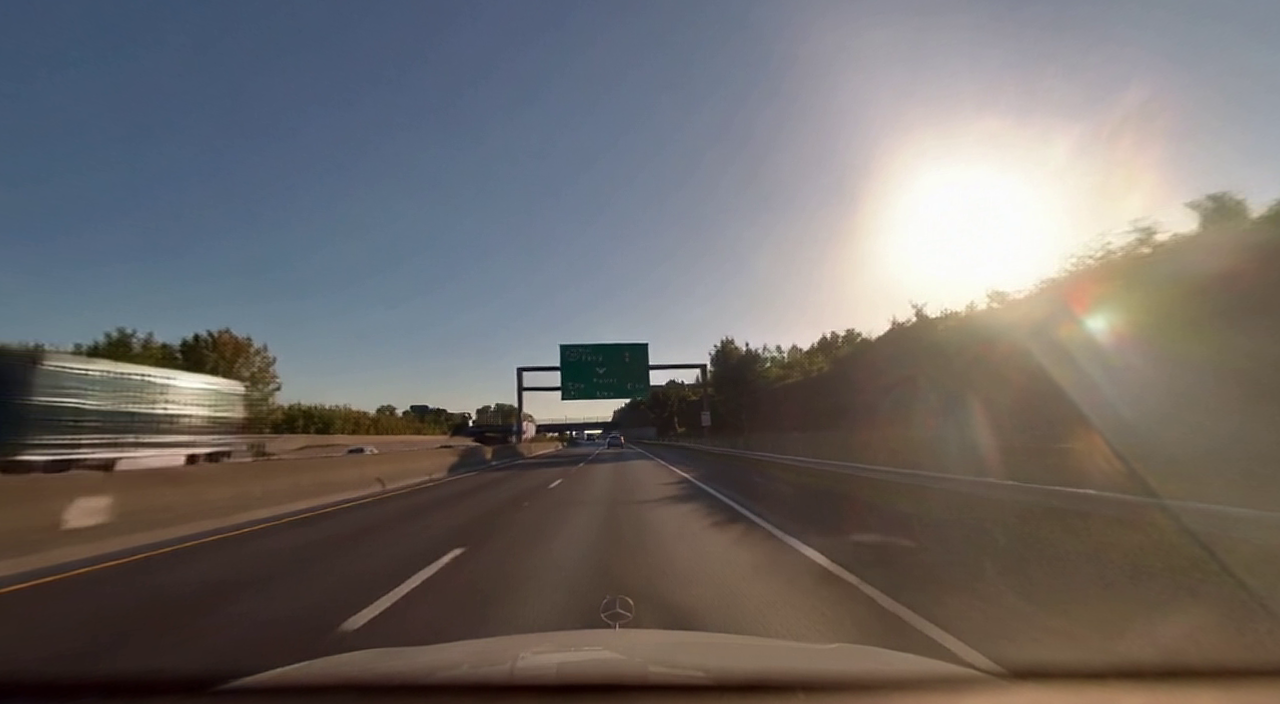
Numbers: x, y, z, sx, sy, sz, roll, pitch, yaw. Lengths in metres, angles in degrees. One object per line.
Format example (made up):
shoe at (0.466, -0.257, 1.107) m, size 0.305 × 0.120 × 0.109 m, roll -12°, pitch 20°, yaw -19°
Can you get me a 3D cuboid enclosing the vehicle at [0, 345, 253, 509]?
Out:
vehicle at (-17.445, 2.350, 19.133) m, size 2.859 × 4.050 × 14.064 m, roll 0°, pitch -8°, yaw -2°
